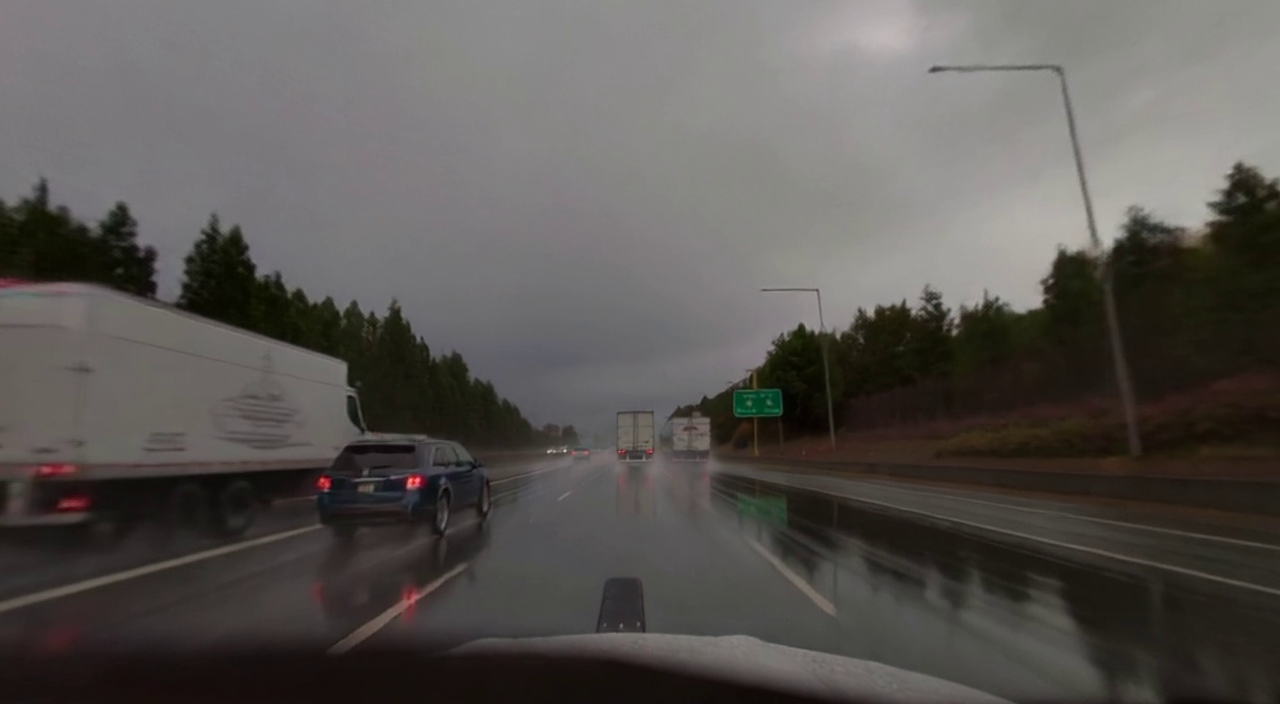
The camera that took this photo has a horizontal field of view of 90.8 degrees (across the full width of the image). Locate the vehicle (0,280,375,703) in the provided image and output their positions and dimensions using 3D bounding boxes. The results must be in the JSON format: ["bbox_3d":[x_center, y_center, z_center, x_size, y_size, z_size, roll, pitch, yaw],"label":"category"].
[{"bbox_3d":[-3.918,0.972,5.043,2.033,2.234,3.490,0,-9,-1],"label":"vehicle"}]

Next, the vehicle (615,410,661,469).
[{"bbox_3d":[-0.138,6.880,49.096,3.201,4.019,10.918,0,-9,0],"label":"vehicle"}]
